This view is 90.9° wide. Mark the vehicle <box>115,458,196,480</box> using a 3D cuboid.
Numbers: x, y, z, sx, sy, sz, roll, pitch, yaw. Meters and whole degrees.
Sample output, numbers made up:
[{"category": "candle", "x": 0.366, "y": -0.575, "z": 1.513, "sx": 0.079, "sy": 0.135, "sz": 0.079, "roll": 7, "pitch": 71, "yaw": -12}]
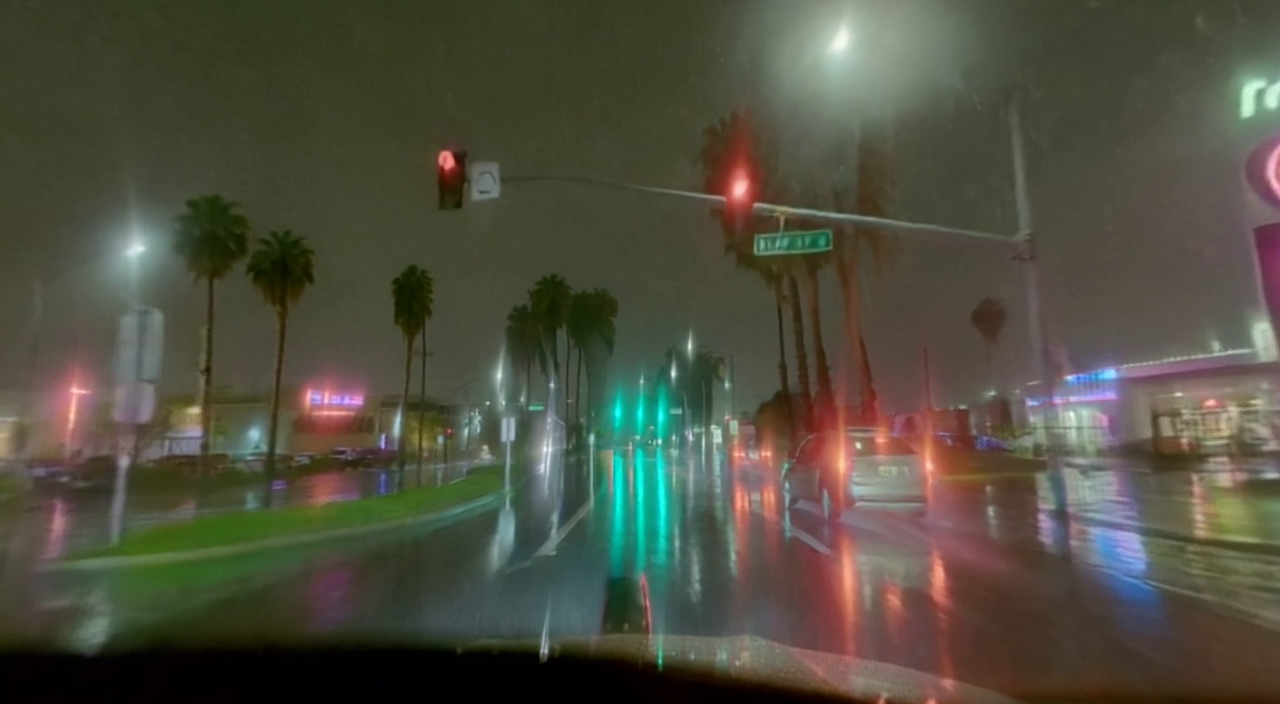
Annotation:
[{"category": "vehicle", "x": -36.264, "y": 8.741, "z": 47.228, "sx": 4.500, "sy": 1.448, "sz": 1.901, "roll": -1, "pitch": -8, "yaw": 1}]

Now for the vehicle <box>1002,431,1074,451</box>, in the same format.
[{"category": "vehicle", "x": 29.286, "y": 6.581, "z": 46.528, "sx": 1.759, "sy": 1.440, "sz": 4.112, "roll": 4, "pitch": -9, "yaw": -24}]

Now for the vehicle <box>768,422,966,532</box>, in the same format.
[{"category": "vehicle", "x": 3.632, "y": 2.066, "z": 11.016, "sx": 1.931, "sy": 1.534, "sz": 4.126, "roll": 0, "pitch": -8, "yaw": 1}]

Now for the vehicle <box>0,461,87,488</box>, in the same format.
[{"category": "vehicle", "x": -37.303, "y": 7.531, "z": 38.826, "sx": 4.648, "sy": 1.484, "sz": 1.908, "roll": 0, "pitch": -8, "yaw": 1}]

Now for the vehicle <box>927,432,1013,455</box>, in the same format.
[{"category": "vehicle", "x": 21.587, "y": 6.000, "z": 41.320, "sx": 4.532, "sy": 1.477, "sz": 1.914, "roll": -1, "pitch": -8, "yaw": 3}]

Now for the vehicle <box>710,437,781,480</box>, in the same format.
[{"category": "vehicle", "x": 3.869, "y": 3.991, "z": 23.962, "sx": 1.870, "sy": 1.467, "sz": 4.800, "roll": 0, "pitch": -8, "yaw": 0}]
